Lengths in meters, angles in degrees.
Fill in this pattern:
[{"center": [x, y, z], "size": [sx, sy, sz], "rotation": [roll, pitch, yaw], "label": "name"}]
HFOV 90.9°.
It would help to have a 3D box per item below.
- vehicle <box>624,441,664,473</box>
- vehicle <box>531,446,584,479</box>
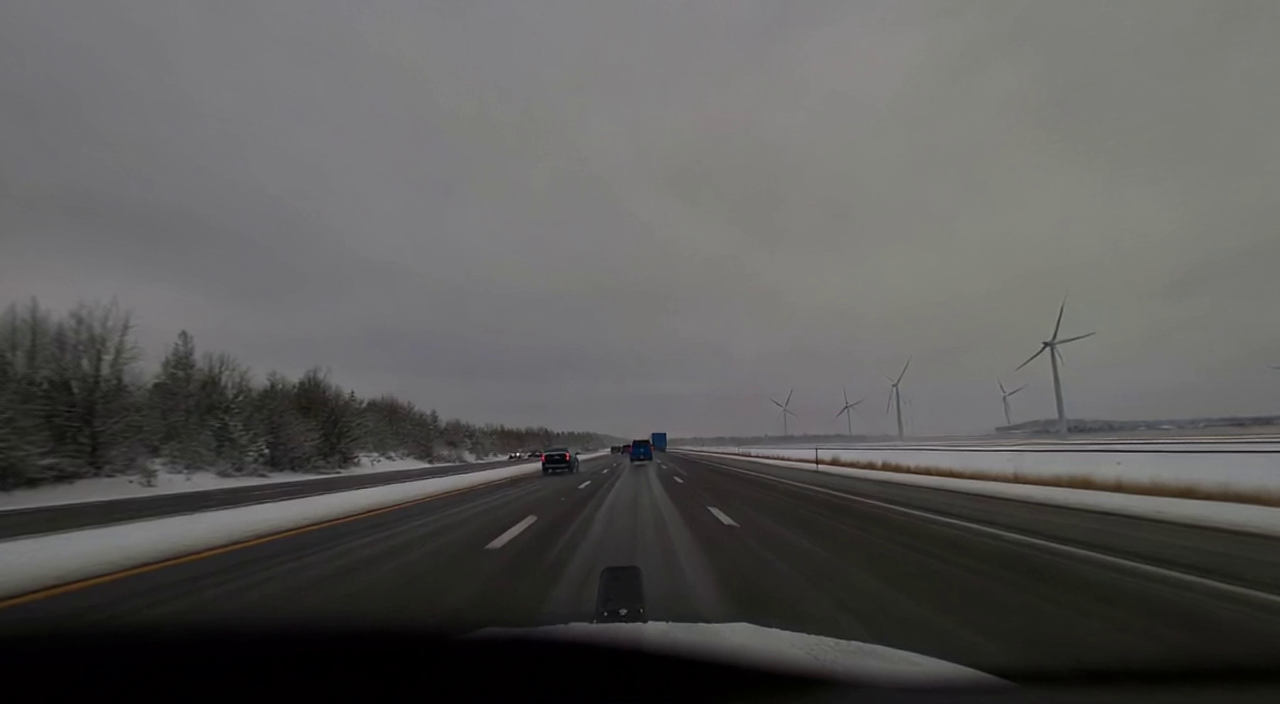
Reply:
[{"center": [0.216, 5.938, 35.652], "size": [2.083, 1.689, 4.083], "rotation": [0, -9, 0], "label": "vehicle"}, {"center": [-3.922, 5.330, 30.673], "size": [1.984, 1.491, 4.341], "rotation": [0, -9, 0], "label": "vehicle"}]
